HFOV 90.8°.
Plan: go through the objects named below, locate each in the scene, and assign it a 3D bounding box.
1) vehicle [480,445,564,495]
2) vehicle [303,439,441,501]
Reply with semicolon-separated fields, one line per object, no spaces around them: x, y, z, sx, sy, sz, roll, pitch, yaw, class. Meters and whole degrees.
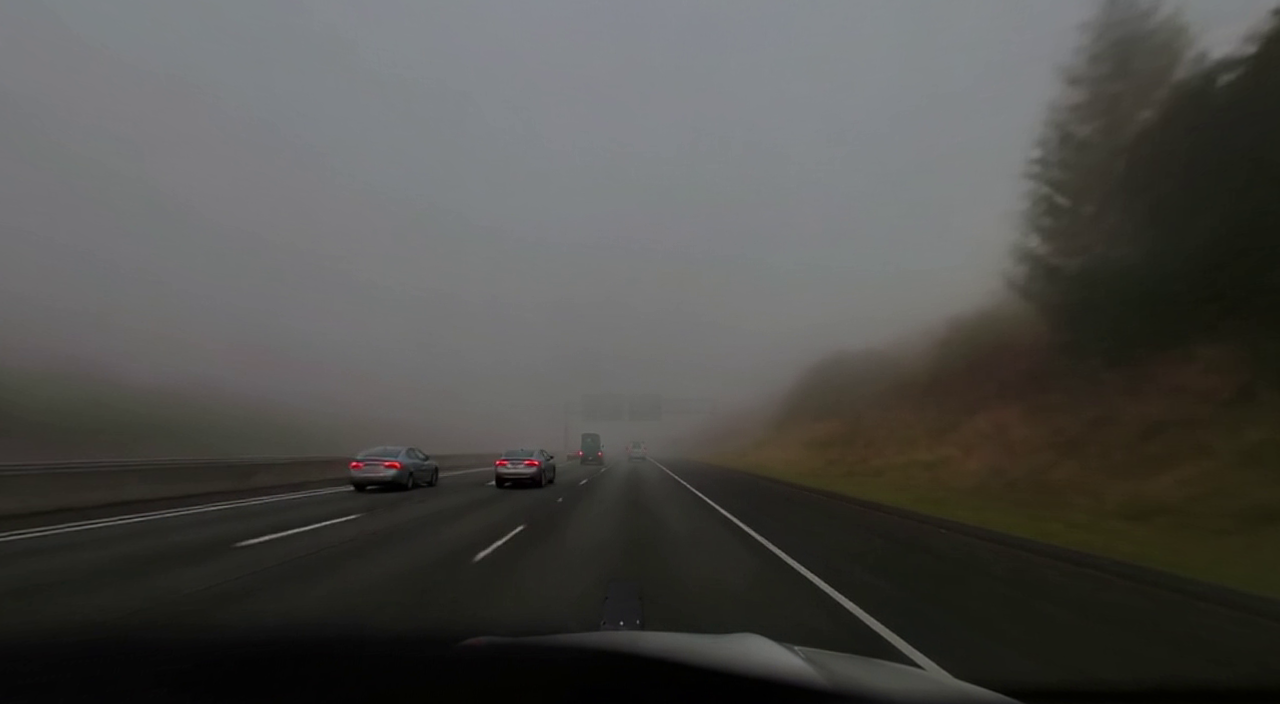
-3.654;3.711;20.198;1.924;1.436;3.915;0;-9;0;vehicle
-7.498;3.332;18.227;2.091;1.558;4.220;0;-9;0;vehicle
